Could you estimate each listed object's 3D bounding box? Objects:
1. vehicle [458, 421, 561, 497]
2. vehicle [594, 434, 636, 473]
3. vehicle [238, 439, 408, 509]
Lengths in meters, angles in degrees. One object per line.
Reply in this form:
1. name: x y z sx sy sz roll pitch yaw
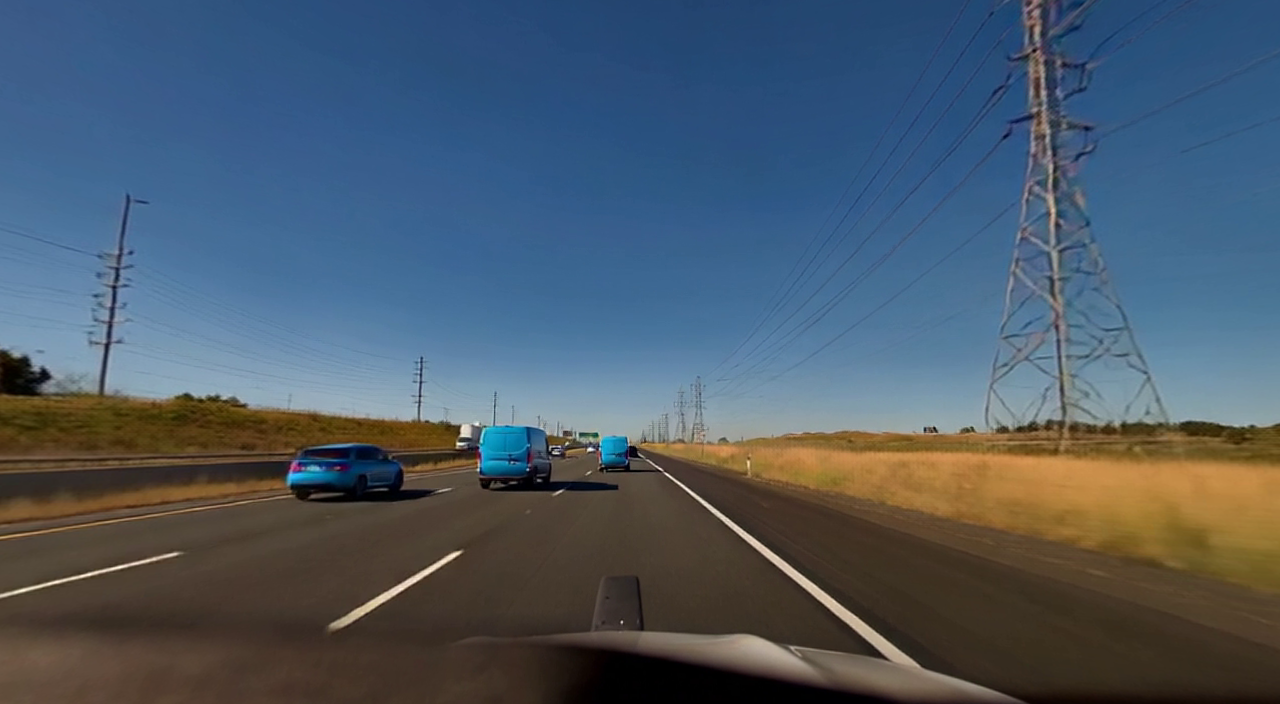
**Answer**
1. vehicle: -3.814 3.252 19.482 2.145 2.010 4.980 0 -9 0
2. vehicle: -1.352 5.760 35.881 2.197 2.011 5.130 0 -9 -1
3. vehicle: -7.926 3.079 16.432 1.975 1.540 4.759 0 -9 0
